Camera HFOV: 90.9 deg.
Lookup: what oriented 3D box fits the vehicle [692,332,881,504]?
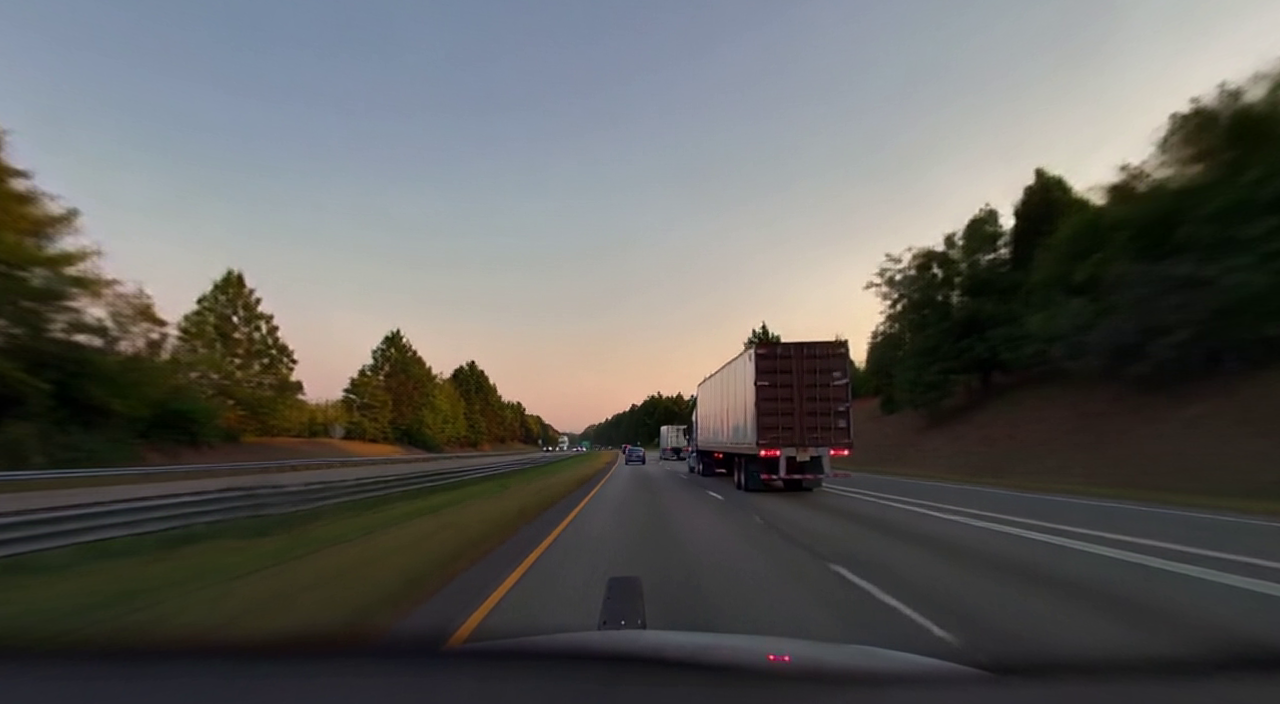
[{"bbox_3d":[4.030,2.644,22.123,2.883,4.057,14.579,0,-9,-1],"label":"vehicle"}]

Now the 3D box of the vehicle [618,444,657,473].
[{"bbox_3d":[-0.150,5.984,35.538,2.051,1.513,4.511,0,-9,-1],"label":"vehicle"}]
